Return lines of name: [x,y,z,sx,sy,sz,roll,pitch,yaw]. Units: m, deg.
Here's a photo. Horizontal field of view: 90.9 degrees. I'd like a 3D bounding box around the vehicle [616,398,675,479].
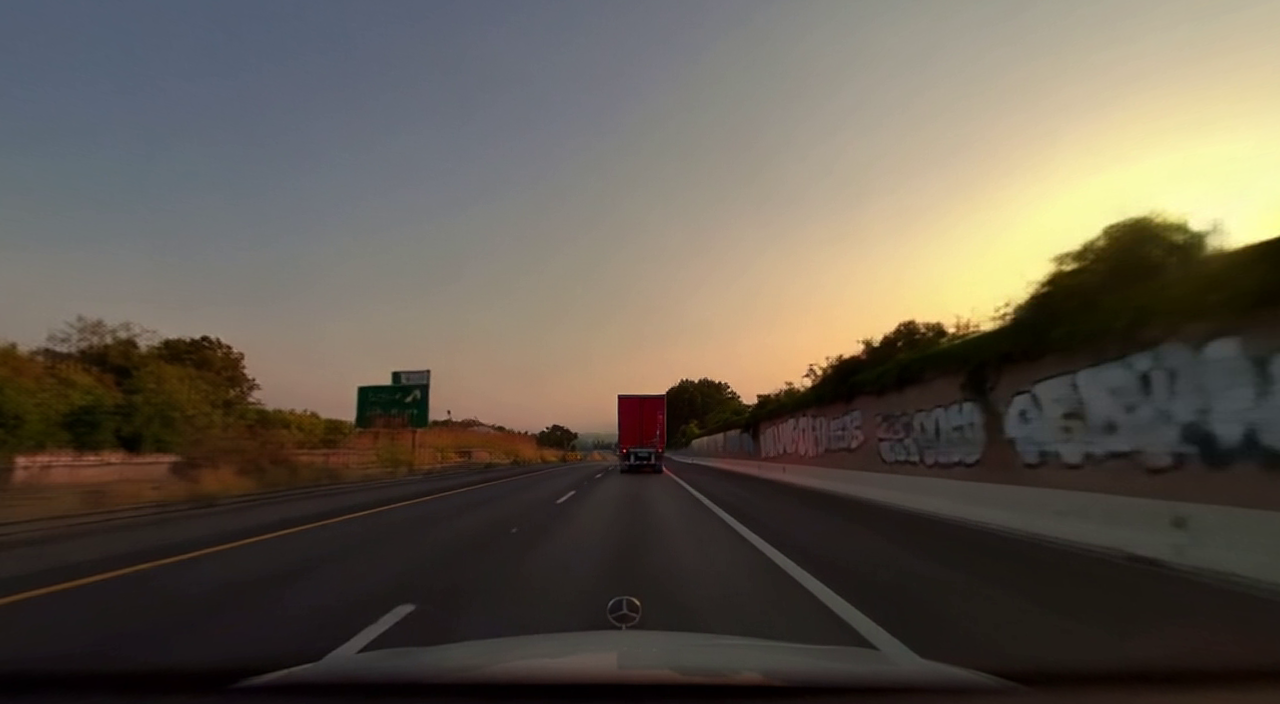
vehicle: [0.149,5.051,36.076,2.900,3.955,10.151,0,-9,-1]
